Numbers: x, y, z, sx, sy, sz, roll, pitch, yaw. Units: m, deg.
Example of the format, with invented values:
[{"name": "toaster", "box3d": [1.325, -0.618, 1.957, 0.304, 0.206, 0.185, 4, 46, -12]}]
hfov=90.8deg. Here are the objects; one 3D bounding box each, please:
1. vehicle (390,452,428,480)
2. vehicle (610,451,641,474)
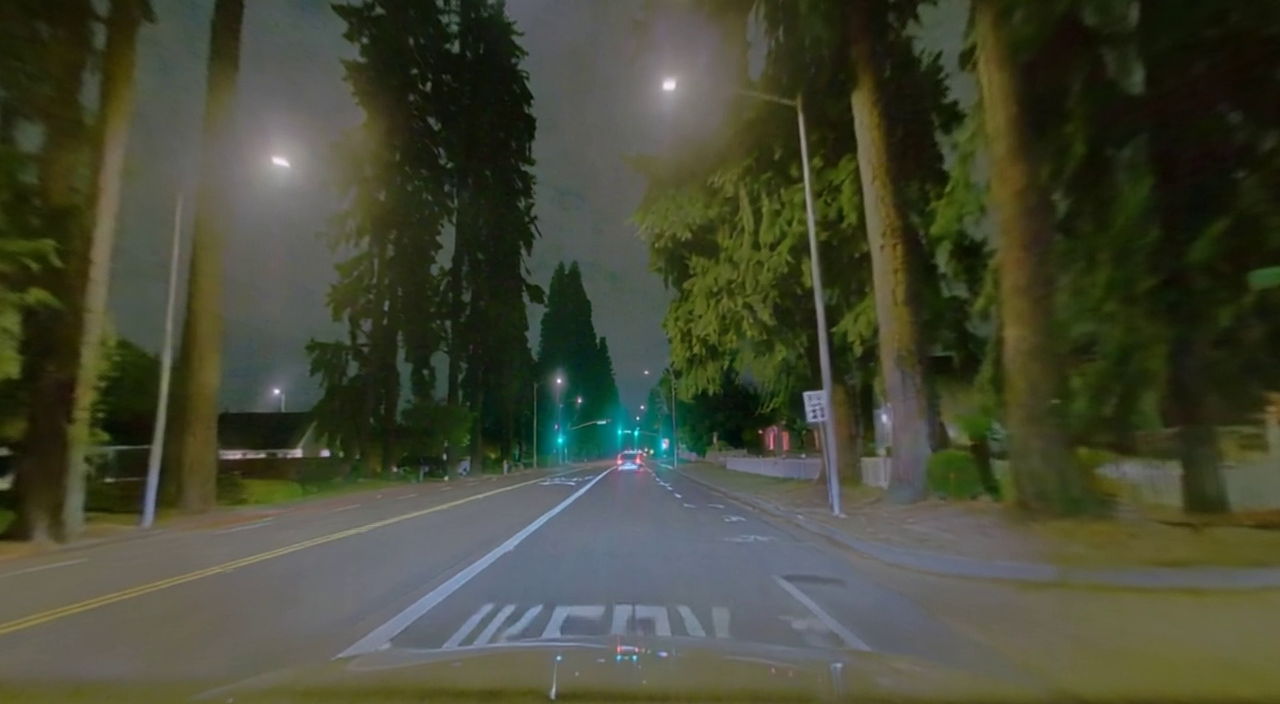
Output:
[{"name": "vehicle", "box3d": [-17.202, 8.434, 46.901, 2.378, 1.922, 5.801, 4, -10, -21]}, {"name": "vehicle", "box3d": [-1.086, 7.791, 44.827, 2.104, 1.500, 3.815, 1, -9, -2]}]
